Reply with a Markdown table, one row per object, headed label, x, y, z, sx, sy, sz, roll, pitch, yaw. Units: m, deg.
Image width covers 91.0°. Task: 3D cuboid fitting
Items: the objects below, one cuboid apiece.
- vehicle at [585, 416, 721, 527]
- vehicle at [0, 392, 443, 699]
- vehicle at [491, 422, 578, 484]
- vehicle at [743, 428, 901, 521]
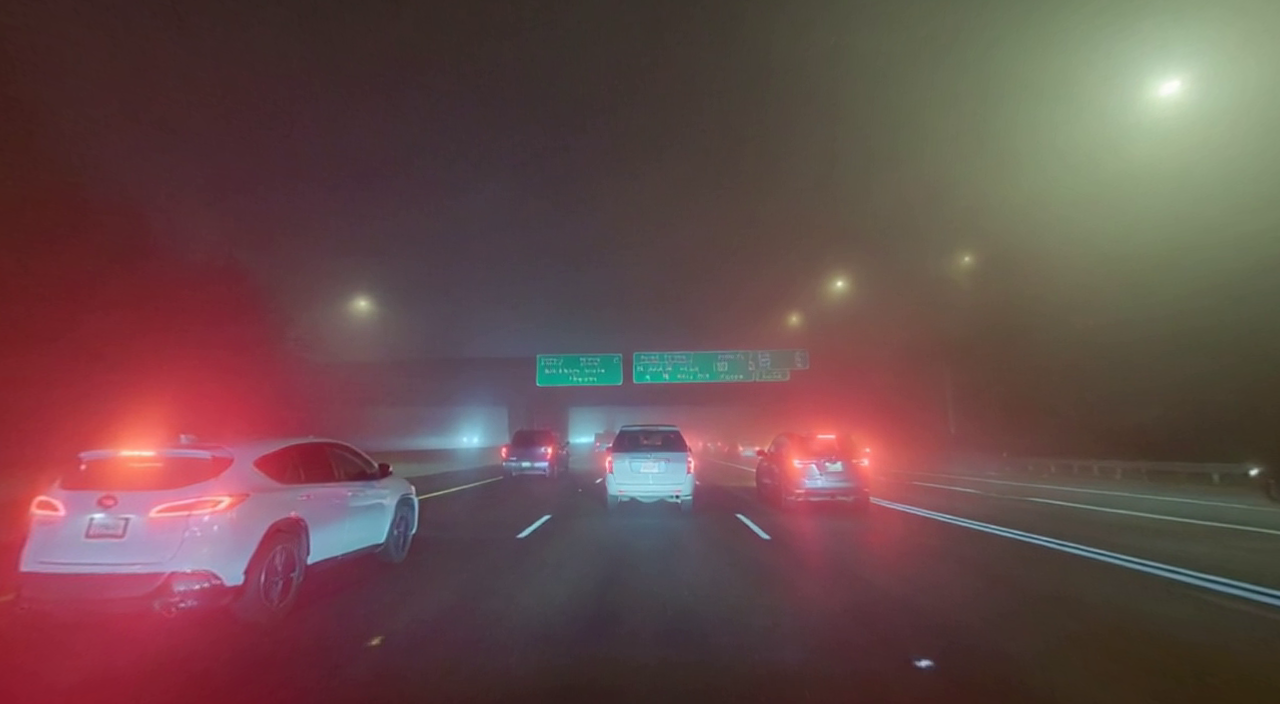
| label | x | y | z | sx | sy | sz | roll | pitch | yaw |
| --- | --- | --- | --- | --- | --- | --- | --- | --- | --- |
| vehicle | 0.228 | 2.235 | 12.259 | 2.181 | 1.756 | 4.167 | 0 | -9 | 0 |
| vehicle | -3.618 | 1.356 | 5.727 | 2.014 | 1.579 | 4.761 | 0 | -9 | 1 |
| vehicle | -3.909 | 3.901 | 24.550 | 2.212 | 2.101 | 6.052 | 0 | -9 | 1 |
| vehicle | 3.632 | 2.535 | 13.612 | 2.022 | 1.633 | 4.651 | 0 | -9 | 0 |
